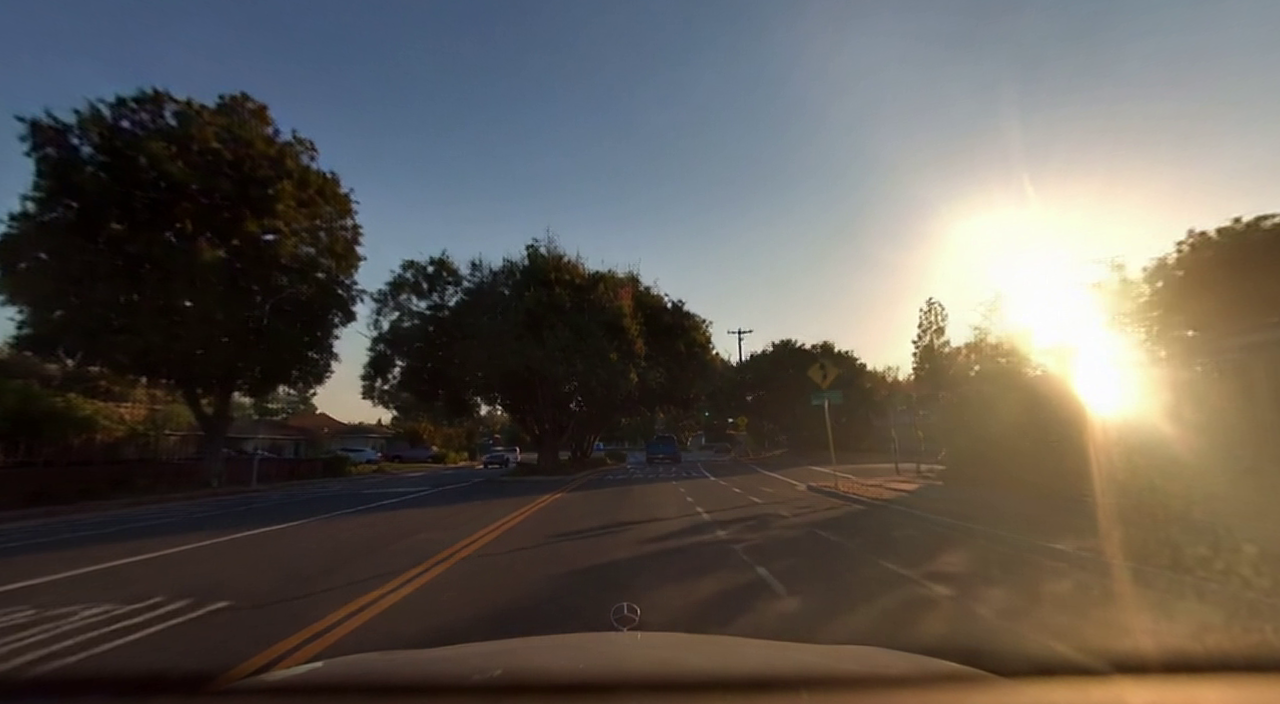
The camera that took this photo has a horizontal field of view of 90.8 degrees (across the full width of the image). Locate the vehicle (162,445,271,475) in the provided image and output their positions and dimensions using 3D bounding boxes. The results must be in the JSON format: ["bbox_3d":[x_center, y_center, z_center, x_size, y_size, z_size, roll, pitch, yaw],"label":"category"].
[{"bbox_3d":[-25.817,6.611,38.701,4.975,1.732,2.165,2,-9,-13],"label":"vehicle"}]

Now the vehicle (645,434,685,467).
[{"bbox_3d":[1.640,6.239,40.114,2.153,1.942,4.767,-1,-9,6],"label":"vehicle"}]
